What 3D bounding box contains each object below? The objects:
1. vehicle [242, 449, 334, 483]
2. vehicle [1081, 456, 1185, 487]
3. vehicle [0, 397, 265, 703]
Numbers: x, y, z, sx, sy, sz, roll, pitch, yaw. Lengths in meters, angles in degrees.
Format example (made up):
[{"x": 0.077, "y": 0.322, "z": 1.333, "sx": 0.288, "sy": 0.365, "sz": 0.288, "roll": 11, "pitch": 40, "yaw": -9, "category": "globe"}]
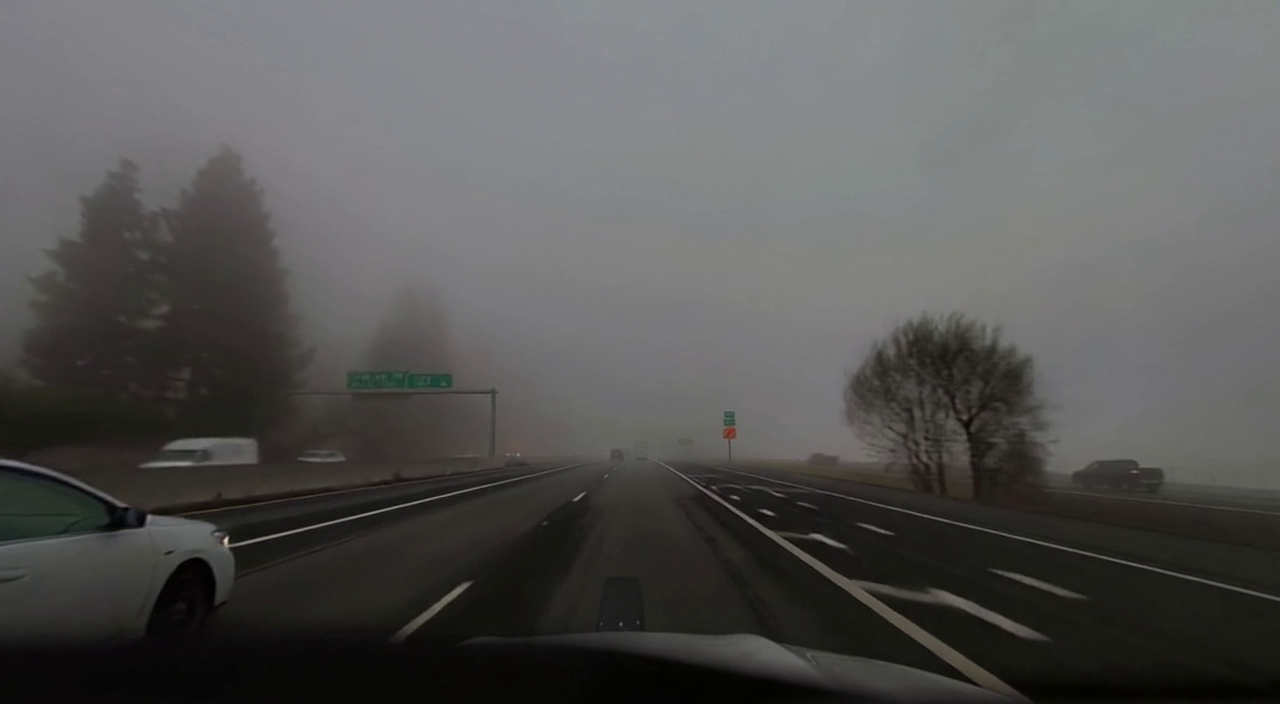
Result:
[{"x": -15.768, "y": 5.122, "z": 28.525, "sx": 1.874, "sy": 1.400, "sz": 3.879, "roll": 0, "pitch": -9, "yaw": 0, "category": "vehicle"}, {"x": 30.812, "y": 7.451, "z": 39.534, "sx": 1.973, "sy": 1.766, "sz": 4.726, "roll": 8, "pitch": -12, "yaw": -41, "category": "vehicle"}, {"x": -4.002, "y": 0.998, "z": 2.851, "sx": 1.988, "sy": 1.585, "sz": 4.215, "roll": 0, "pitch": -9, "yaw": 0, "category": "vehicle"}]
